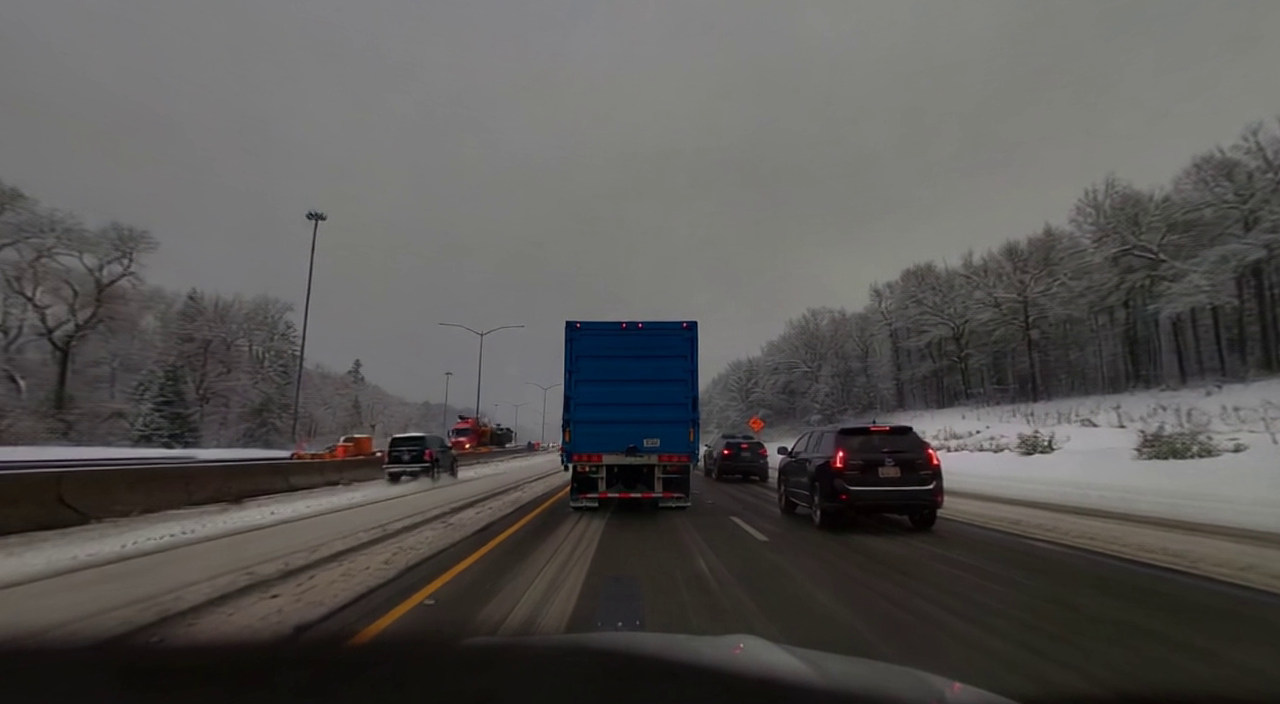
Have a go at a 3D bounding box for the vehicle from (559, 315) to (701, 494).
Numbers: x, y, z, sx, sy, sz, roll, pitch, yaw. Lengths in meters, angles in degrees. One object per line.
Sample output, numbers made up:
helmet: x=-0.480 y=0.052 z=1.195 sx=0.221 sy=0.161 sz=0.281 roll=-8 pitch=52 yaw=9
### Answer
vehicle: x=-0.175 y=1.878 z=18.935 sx=3.067 sy=3.940 sz=10.154 roll=0 pitch=-9 yaw=0

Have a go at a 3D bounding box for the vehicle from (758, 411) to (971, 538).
vehicle: x=3.486 y=2.000 z=10.807 sx=2.103 sy=1.713 sz=4.173 roll=0 pitch=-9 yaw=0

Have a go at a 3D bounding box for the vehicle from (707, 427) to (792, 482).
vehicle: x=3.673 y=3.546 z=21.906 sx=1.998 sy=1.713 sz=4.149 roll=1 pitch=-9 yaw=-3

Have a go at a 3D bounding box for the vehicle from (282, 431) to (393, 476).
vehicle: x=-12.850 y=4.367 z=27.169 sx=2.054 sy=1.708 sz=4.663 roll=1 pitch=-9 yaw=6

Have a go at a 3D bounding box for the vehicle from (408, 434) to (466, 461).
vehicle: x=-12.371 y=5.855 z=38.663 sx=1.887 sy=1.511 sz=4.152 roll=-1 pitch=-9 yaw=5
